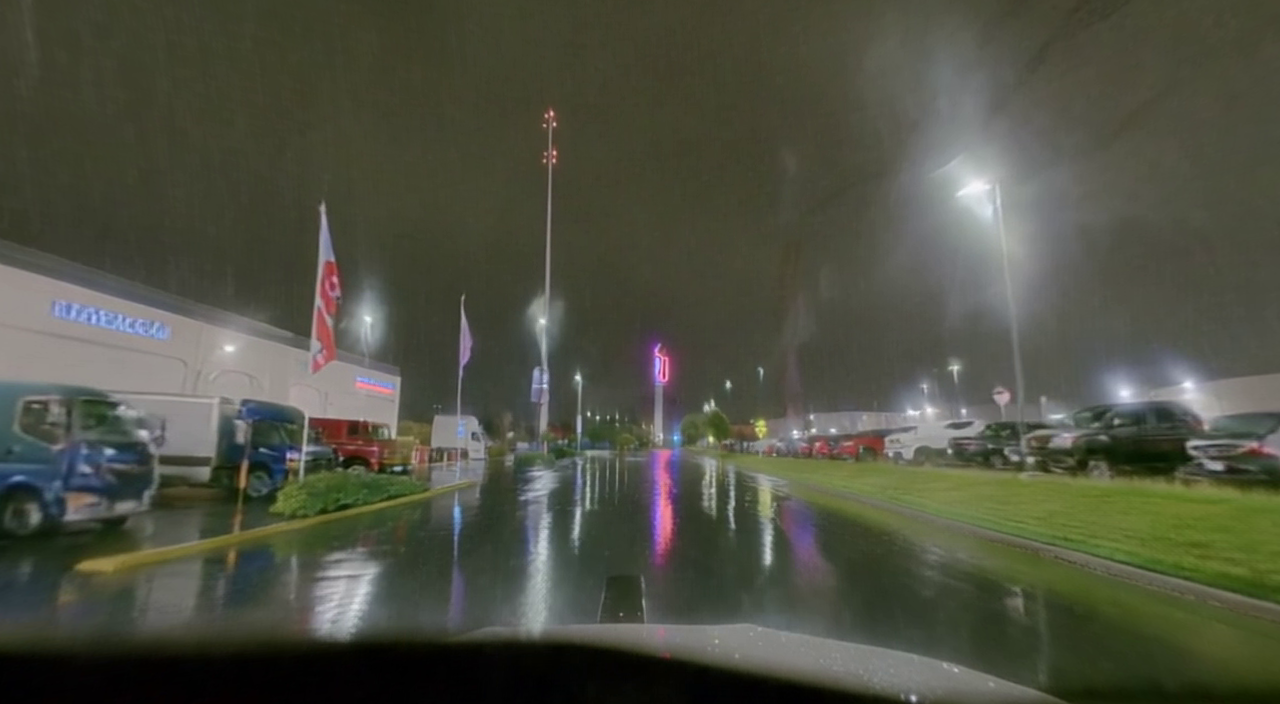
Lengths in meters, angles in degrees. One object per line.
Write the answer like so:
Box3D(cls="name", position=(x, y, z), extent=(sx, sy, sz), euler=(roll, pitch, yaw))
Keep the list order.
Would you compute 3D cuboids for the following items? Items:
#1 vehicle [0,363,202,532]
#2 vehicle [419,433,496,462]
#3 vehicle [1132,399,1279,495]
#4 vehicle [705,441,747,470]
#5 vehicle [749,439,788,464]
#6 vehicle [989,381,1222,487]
Box3D(cls="vehicle", position=(-11.091, 1.650, 11.054), extent=(5.105, 2.621, 2.225), euler=(-1, -8, 1))
Box3D(cls="vehicle", position=(-13.173, 6.874, 45.564), extent=(5.672, 1.963, 2.189), euler=(-6, -10, 35))
Box3D(cls="vehicle", position=(11.902, 1.846, 12.396), extent=(4.027, 1.598, 1.943), euler=(4, -9, -28))
Box3D(cls="vehicle", position=(5.285, 6.440, 39.549), extent=(2.026, 1.659, 4.314), euler=(0, -8, 0))
Box3D(cls="vehicle", position=(9.604, 7.382, 46.927), extent=(2.021, 1.753, 4.342), euler=(-4, -9, 21))
Box3D(cls="vehicle", position=(11.677, 2.063, 15.740), extent=(6.017, 2.202, 2.328), euler=(5, -10, -31))
